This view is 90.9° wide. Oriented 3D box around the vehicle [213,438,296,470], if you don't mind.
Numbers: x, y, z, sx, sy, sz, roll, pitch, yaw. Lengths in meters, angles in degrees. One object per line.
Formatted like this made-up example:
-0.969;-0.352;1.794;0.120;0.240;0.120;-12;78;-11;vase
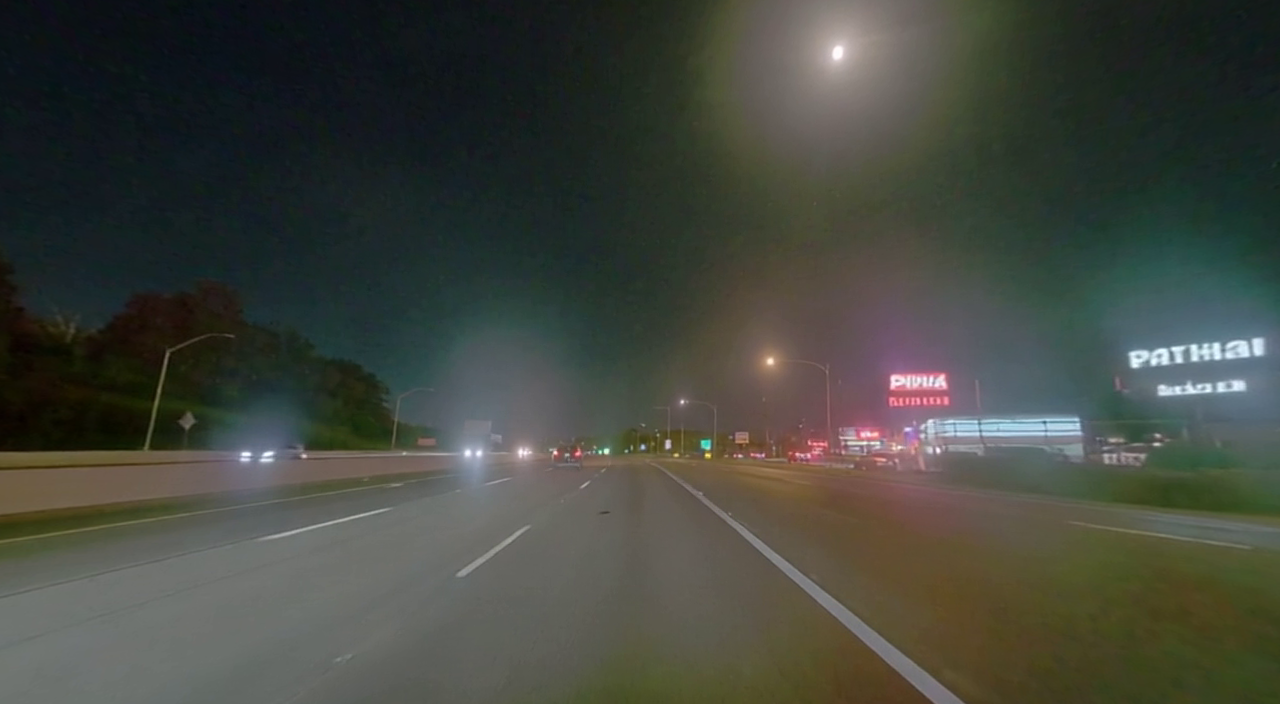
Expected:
-25.487;6.754;41.986;2.183;1.917;5.287;0;-8;-1;vehicle

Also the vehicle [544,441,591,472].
-4.392;6.403;38.958;2.236;1.736;5.585;0;-8;0;vehicle
